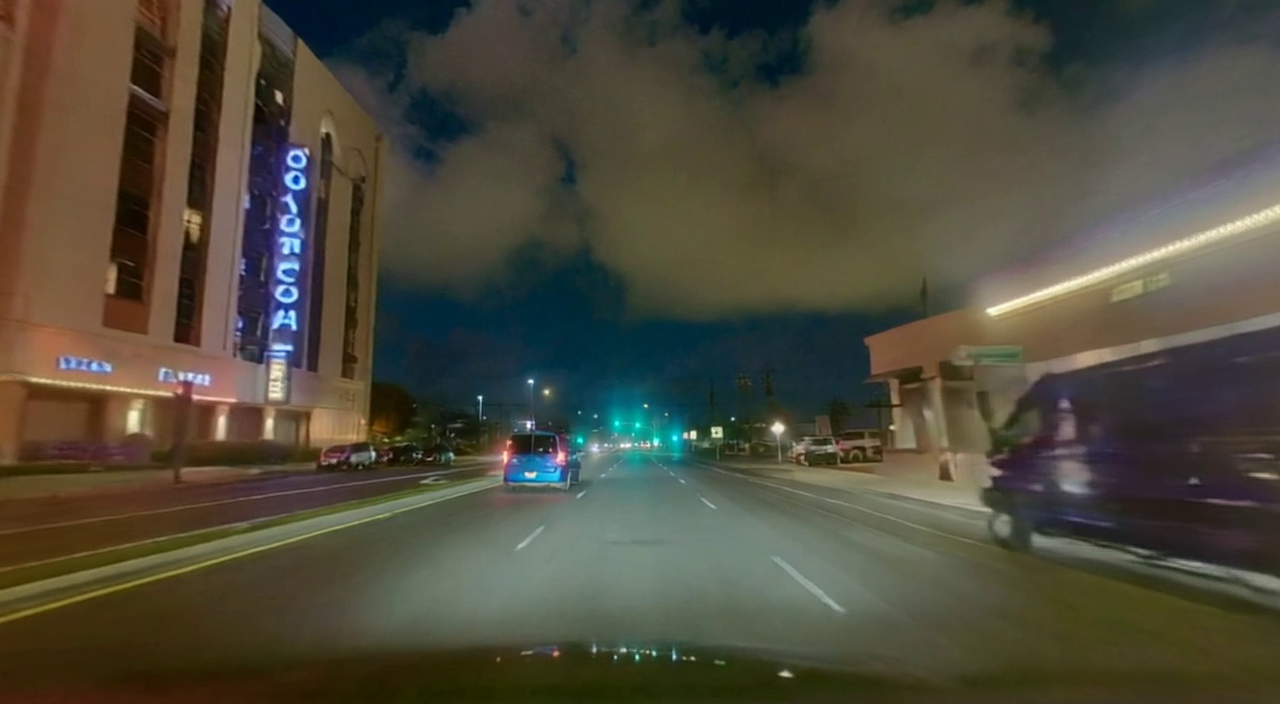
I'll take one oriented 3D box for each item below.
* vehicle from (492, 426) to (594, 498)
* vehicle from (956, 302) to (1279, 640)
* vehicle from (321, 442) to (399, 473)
[{"bbox_3d":[-2.481,2.929,17.089,2.080,1.722,3.766,0,-8,1],"label":"vehicle"},{"bbox_3d":[6.300,1.200,6.751,2.642,2.582,6.157,0,-8,1],"label":"vehicle"},{"bbox_3d":[-14.492,5.486,32.853,1.909,1.490,4.531,0,-8,1],"label":"vehicle"}]
